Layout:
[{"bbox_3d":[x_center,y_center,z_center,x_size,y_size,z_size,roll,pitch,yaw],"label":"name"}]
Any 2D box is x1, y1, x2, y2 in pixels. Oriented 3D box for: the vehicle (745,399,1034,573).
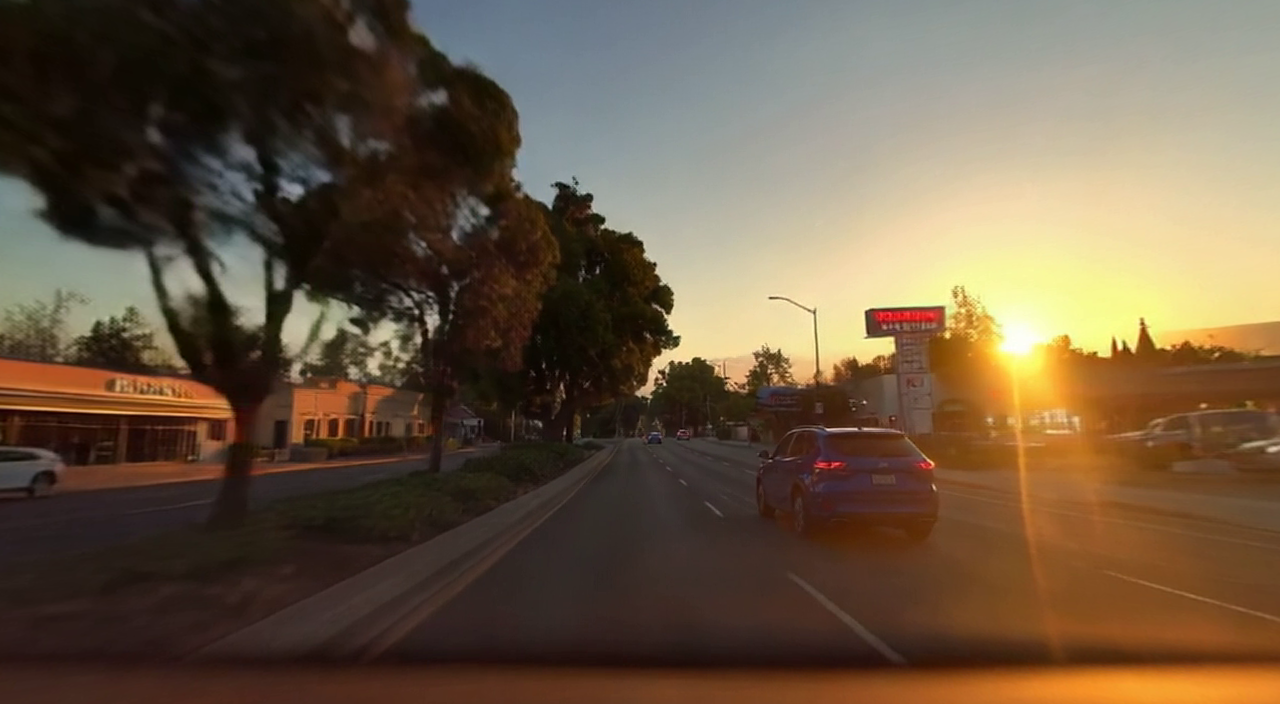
[{"bbox_3d":[2.983,1.737,8.947,2.130,1.790,4.615,0,-9,-1],"label":"vehicle"}]
